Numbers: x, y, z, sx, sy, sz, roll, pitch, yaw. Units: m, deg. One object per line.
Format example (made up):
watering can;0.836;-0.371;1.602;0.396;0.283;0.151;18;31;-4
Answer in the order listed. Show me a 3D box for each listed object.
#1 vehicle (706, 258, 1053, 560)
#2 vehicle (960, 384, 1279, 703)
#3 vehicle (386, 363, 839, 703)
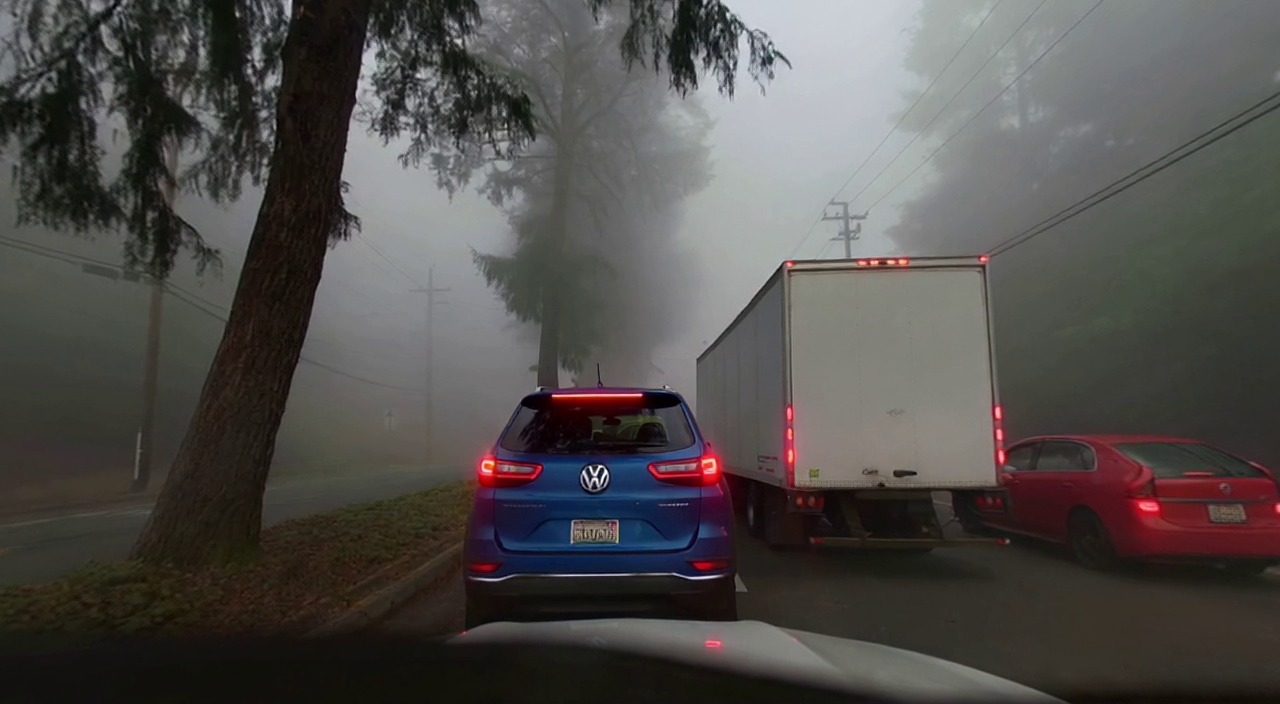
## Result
vehicle;3.229;1.259;11.833;2.915;3.559;8.848;0;-8;0
vehicle;2.821;0.747;1.188;1.971;1.484;4.728;0;-8;0
vehicle;-0.125;1.228;5.138;2.114;1.732;4.230;0;-8;0
